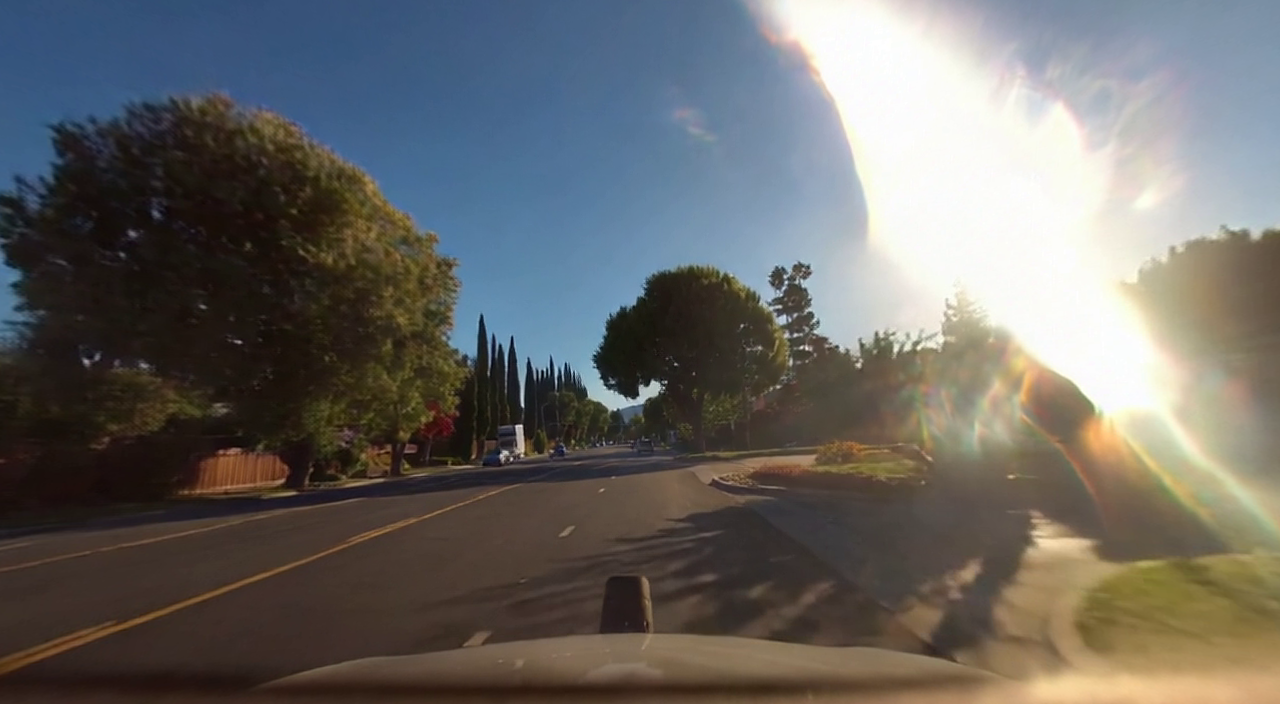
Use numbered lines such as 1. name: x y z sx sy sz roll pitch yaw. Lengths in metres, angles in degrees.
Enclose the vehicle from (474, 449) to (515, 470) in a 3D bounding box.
1. vehicle: -11.072 8.167 48.211 2.026 1.519 4.534 0 -9 1
